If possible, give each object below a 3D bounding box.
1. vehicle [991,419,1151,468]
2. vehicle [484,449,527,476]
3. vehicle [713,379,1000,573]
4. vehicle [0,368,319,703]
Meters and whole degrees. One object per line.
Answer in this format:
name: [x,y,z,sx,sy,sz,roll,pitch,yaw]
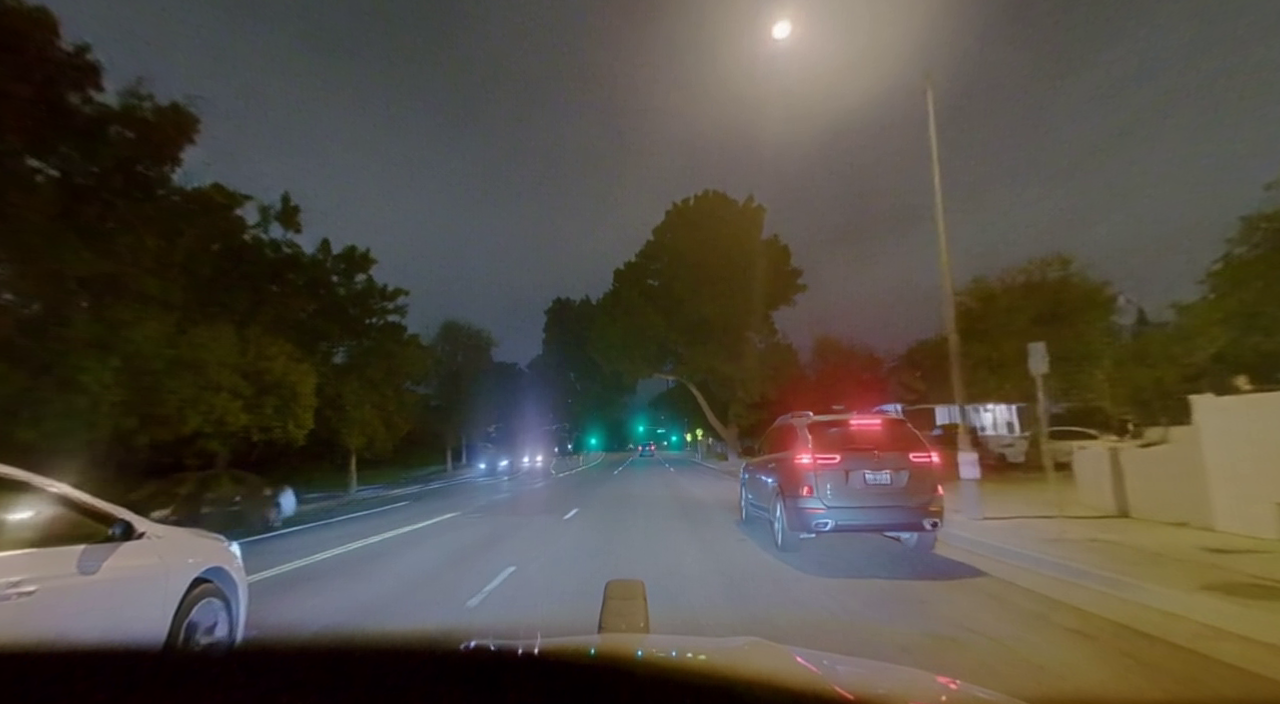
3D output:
vehicle: [15.929,3.400,23.489,4.392,1.701,1.991,-1,-8,2]
vehicle: [-9.381,7.731,44.195,2.058,1.718,4.232,-1,-8,0]
vehicle: [2.665,1.741,9.673,2.338,2.063,5.592,0,-8,-1]
vehicle: [-3.251,0.875,2.006,2.058,1.659,4.514,-1,-8,0]
